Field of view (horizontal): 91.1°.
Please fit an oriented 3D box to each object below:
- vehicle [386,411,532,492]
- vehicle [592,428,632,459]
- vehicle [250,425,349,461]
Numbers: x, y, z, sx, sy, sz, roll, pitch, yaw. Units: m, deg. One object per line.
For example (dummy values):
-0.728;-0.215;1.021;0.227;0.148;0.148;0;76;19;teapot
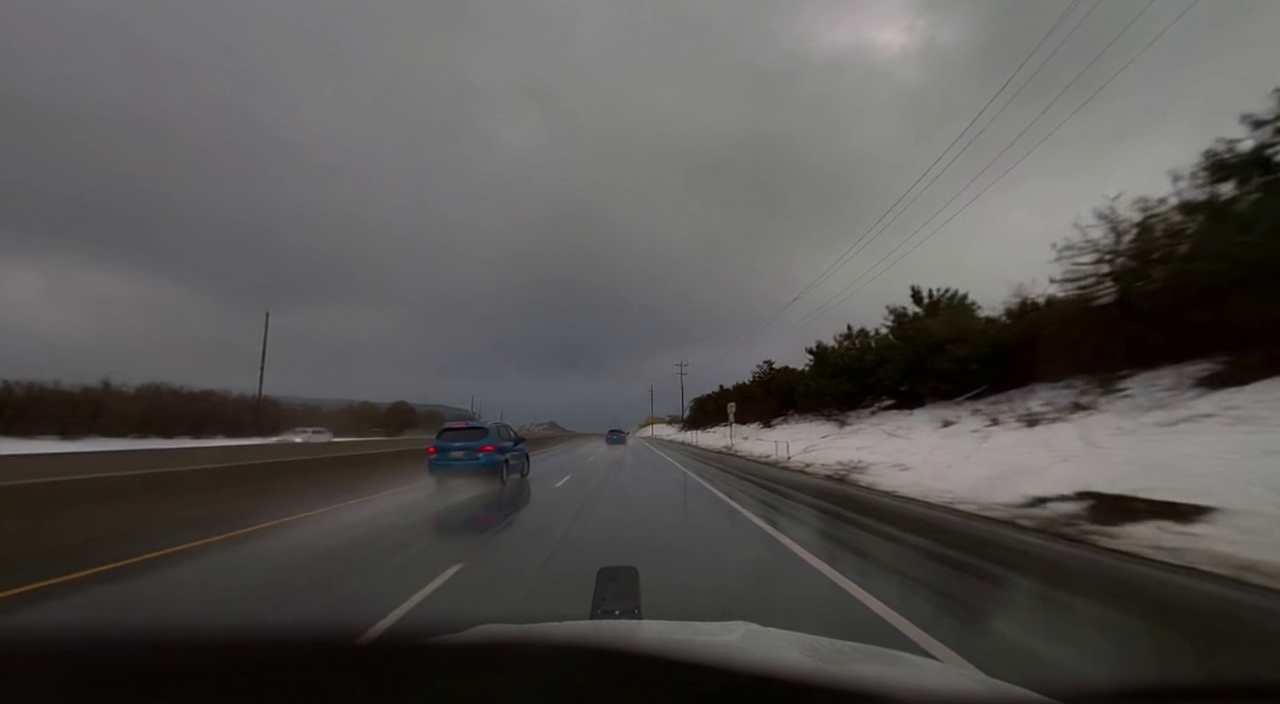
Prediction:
-4.285;2.463;15.943;2.189;1.704;5.205;0;-8;0;vehicle
-1.465;4.910;33.822;1.999;1.536;3.969;0;-8;-1;vehicle
-15.028;4.036;28.052;1.936;1.498;4.485;0;-8;0;vehicle
